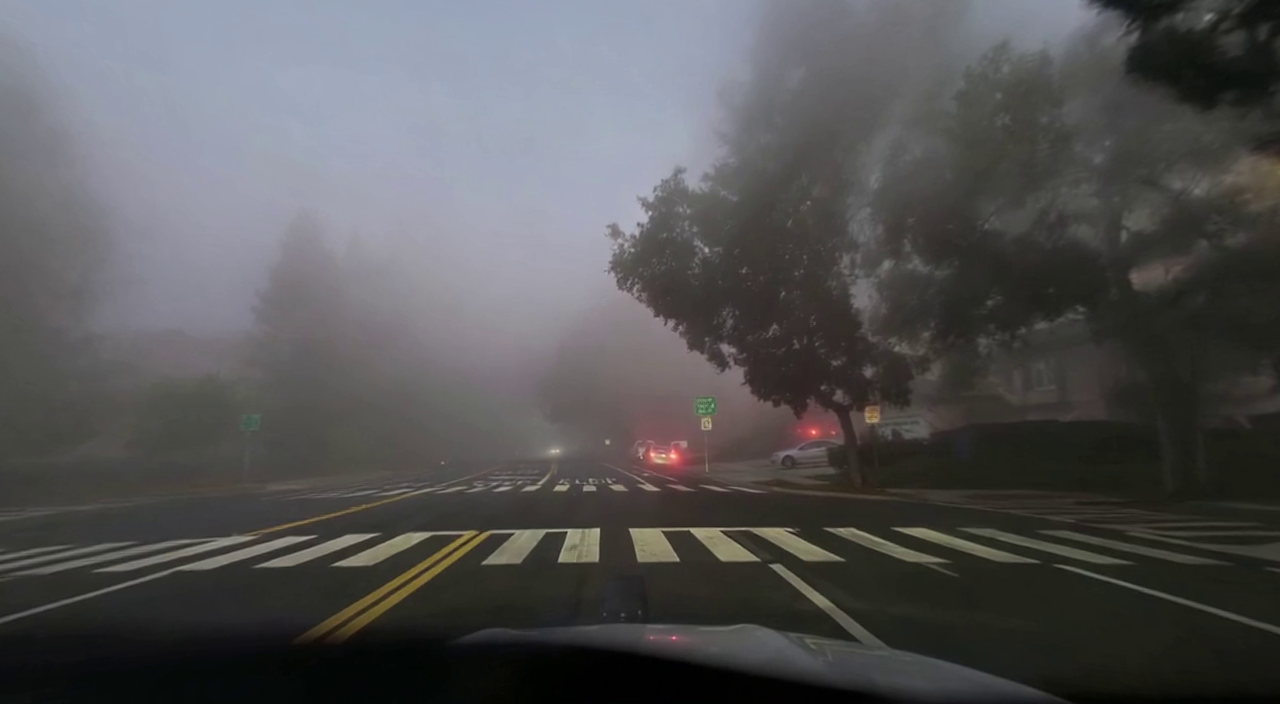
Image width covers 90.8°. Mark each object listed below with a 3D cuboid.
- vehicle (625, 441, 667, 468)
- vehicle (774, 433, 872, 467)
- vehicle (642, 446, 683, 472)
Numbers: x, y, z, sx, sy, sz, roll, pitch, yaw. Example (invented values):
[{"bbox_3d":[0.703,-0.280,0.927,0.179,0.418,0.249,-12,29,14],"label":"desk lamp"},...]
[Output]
[{"bbox_3d":[0.351,7.506,46.560,2.293,1.858,5.868,1,-9,-7],"label":"vehicle"},{"bbox_3d":[9.485,5.094,32.934,4.492,1.619,1.849,-6,-10,32],"label":"vehicle"},{"bbox_3d":[1.369,6.720,39.908,1.919,1.474,4.370,1,-9,-7],"label":"vehicle"}]
